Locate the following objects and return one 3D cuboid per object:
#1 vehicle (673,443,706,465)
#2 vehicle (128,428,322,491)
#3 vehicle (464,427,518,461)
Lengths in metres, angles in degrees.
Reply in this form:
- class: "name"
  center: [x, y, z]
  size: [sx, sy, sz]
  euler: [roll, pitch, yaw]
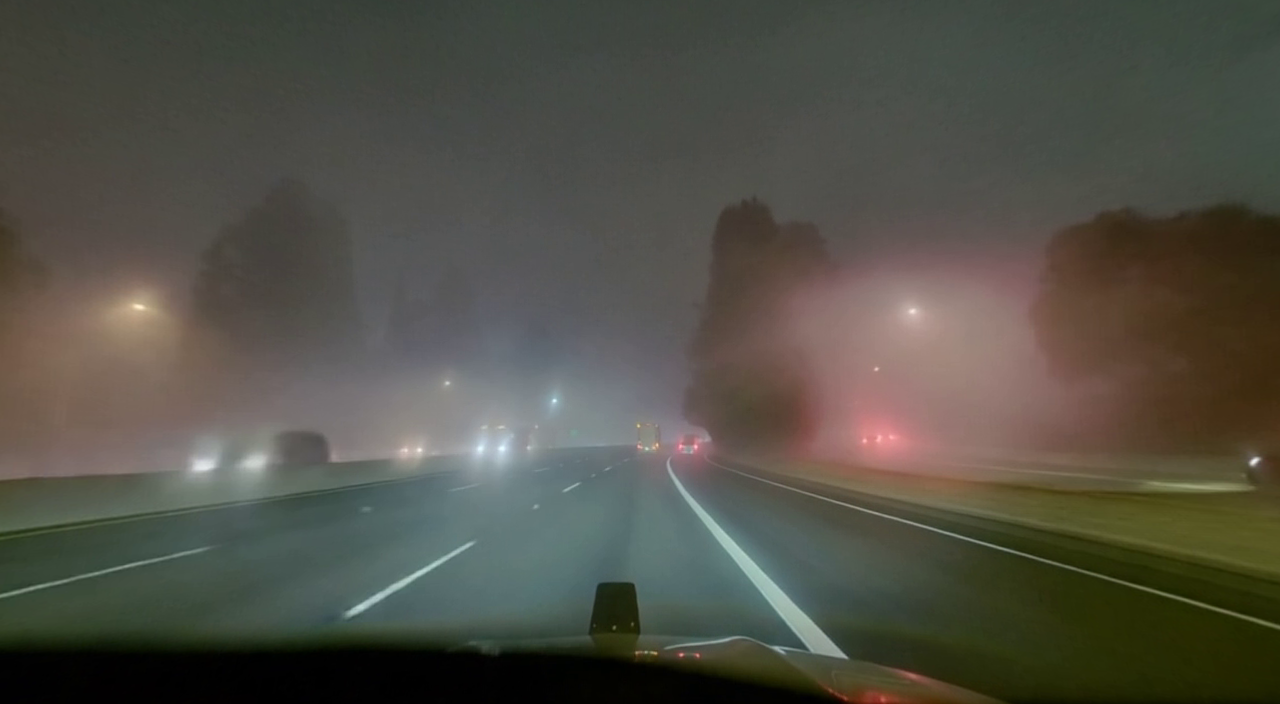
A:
- class: "vehicle"
  center: [3.515, 7.354, 45.623]
  size: [2.069, 1.476, 4.197]
  euler: [0, -8, 0]
- class: "vehicle"
  center: [-12.977, 3.411, 20.457]
  size: [2.281, 1.743, 5.822]
  euler: [0, -9, 1]
- class: "vehicle"
  center: [-11.373, 7.138, 48.895]
  size: [2.324, 2.410, 6.566]
  euler: [0, -8, 2]
